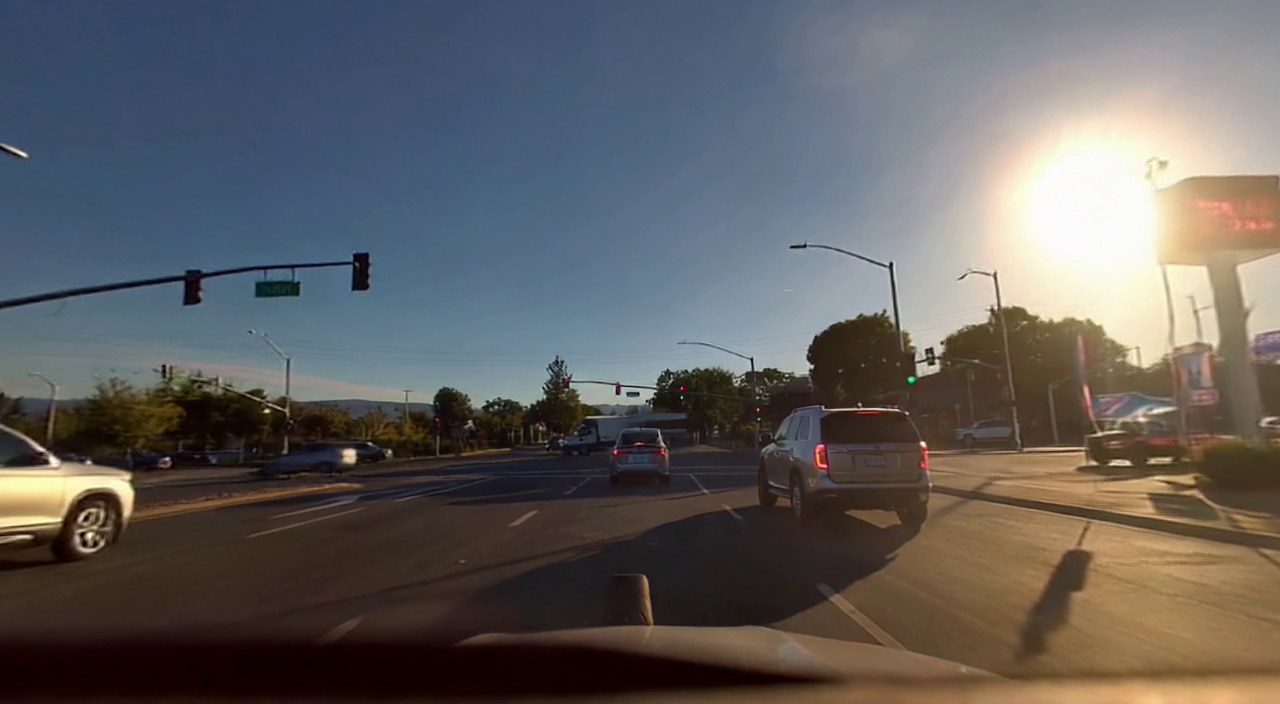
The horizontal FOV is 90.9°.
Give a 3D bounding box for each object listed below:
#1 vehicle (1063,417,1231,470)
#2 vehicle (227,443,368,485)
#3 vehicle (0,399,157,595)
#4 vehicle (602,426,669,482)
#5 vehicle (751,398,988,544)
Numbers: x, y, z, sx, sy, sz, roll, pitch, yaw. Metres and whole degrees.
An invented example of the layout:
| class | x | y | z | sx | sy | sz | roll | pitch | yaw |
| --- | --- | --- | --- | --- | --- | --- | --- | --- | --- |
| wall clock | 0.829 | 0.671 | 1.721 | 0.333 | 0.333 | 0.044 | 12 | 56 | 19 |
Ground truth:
| class | x | y | z | sx | sy | sz | roll | pitch | yaw |
| --- | --- | --- | --- | --- | --- | --- | --- | --- | --- |
| vehicle | 16.690 | 3.031 | 20.928 | 3.848 | 1.674 | 1.887 | 0 | -9 | 2 |
| vehicle | -13.629 | 4.455 | 25.465 | 1.835 | 1.485 | 4.788 | -4 | -9 | 24 |
| vehicle | -6.886 | 1.223 | 5.086 | 2.011 | 1.774 | 4.866 | 0 | -8 | 1 |
| vehicle | -0.107 | 3.466 | 21.565 | 2.067 | 1.702 | 3.987 | 0 | -8 | 1 |
| vehicle | 3.215 | 1.791 | 10.004 | 2.083 | 1.779 | 4.347 | 0 | -8 | 0 |
